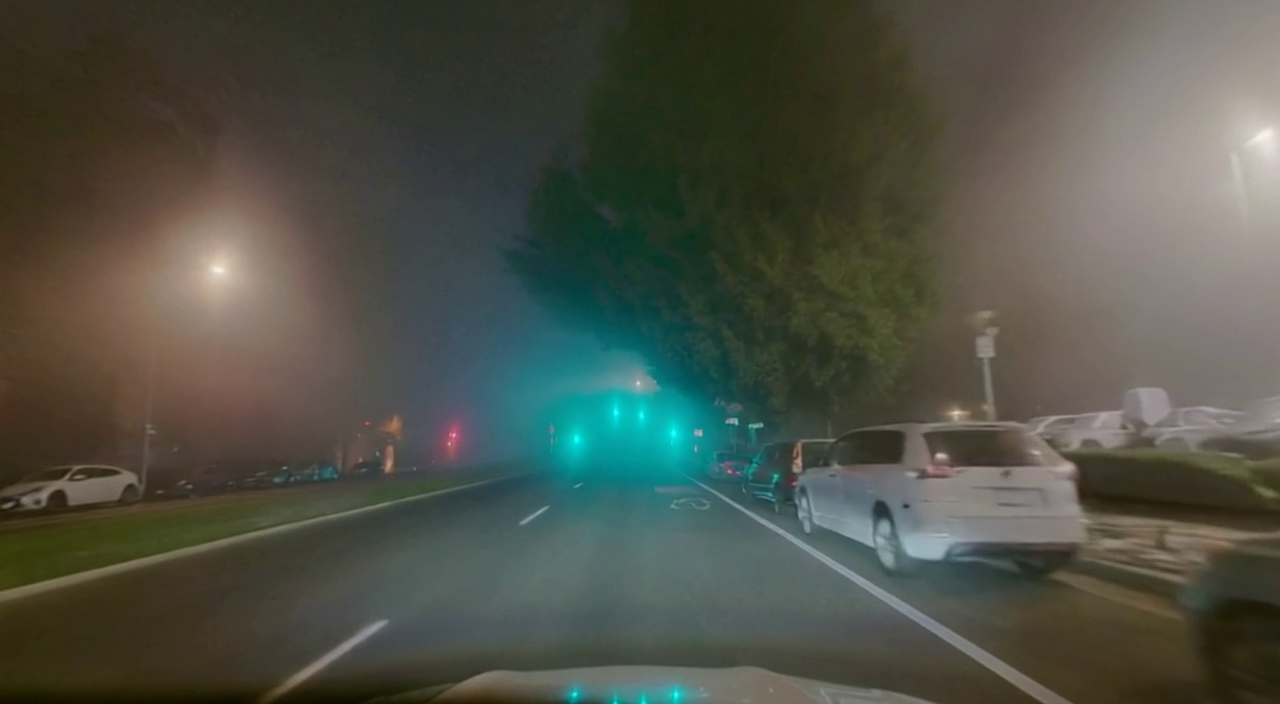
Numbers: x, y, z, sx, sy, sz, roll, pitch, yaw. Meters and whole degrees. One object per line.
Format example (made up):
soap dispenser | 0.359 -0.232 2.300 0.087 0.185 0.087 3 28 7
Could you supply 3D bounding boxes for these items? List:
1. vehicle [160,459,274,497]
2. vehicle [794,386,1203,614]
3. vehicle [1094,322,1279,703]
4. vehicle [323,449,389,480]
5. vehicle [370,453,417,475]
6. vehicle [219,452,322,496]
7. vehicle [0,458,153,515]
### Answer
vehicle | -18.302 5.441 27.633 1.900 1.427 4.398 0 -8 0
vehicle | 3.342 1.472 7.217 1.968 1.756 4.490 0 -8 -1
vehicle | 3.530 0.539 1.149 1.874 1.707 4.637 0 -8 -1
vehicle | -18.305 7.219 40.982 2.221 1.821 4.855 0 -8 -3
vehicle | -18.446 8.354 47.465 1.800 1.492 4.663 0 -8 -2
vehicle | -14.538 4.786 25.113 1.812 1.544 3.832 0 -8 -1
vehicle | -18.113 4.281 20.506 1.760 1.566 3.664 0 -8 -3
